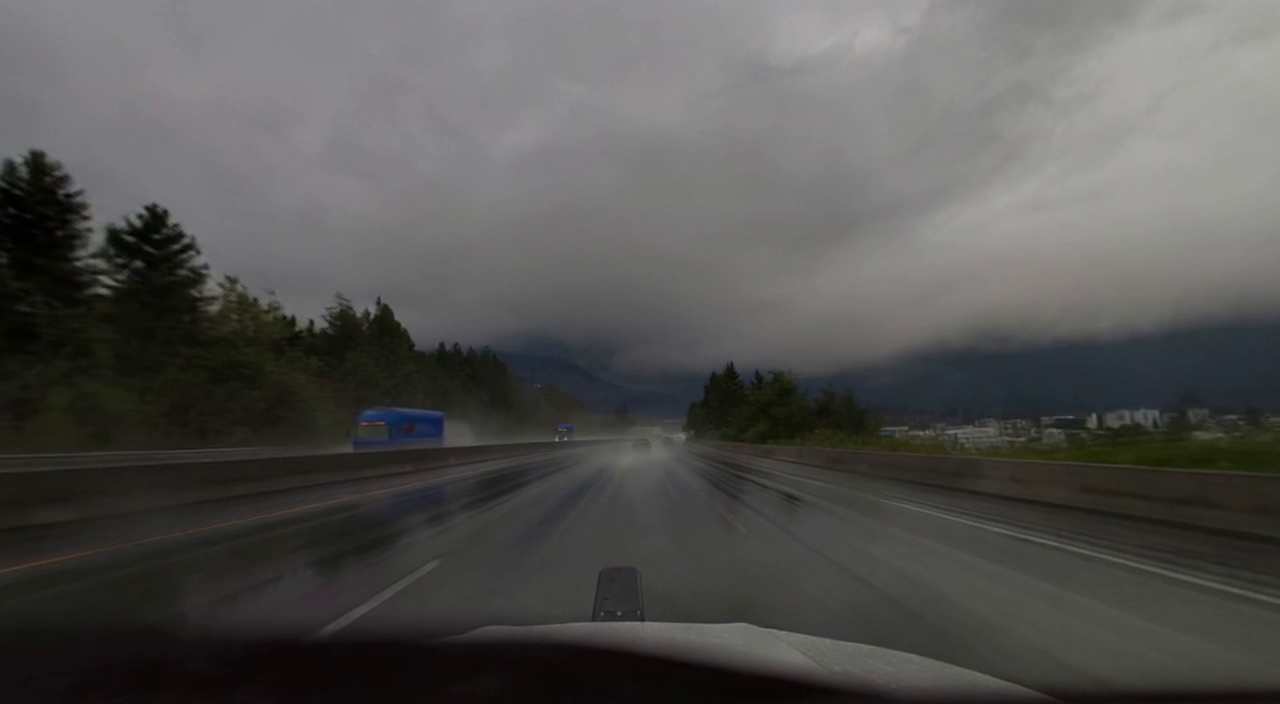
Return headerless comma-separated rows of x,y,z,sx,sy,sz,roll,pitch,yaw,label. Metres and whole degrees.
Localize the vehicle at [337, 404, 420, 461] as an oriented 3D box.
-17.636,5.524,42.952,3.010,3.617,5.816,0,-8,1,vehicle
